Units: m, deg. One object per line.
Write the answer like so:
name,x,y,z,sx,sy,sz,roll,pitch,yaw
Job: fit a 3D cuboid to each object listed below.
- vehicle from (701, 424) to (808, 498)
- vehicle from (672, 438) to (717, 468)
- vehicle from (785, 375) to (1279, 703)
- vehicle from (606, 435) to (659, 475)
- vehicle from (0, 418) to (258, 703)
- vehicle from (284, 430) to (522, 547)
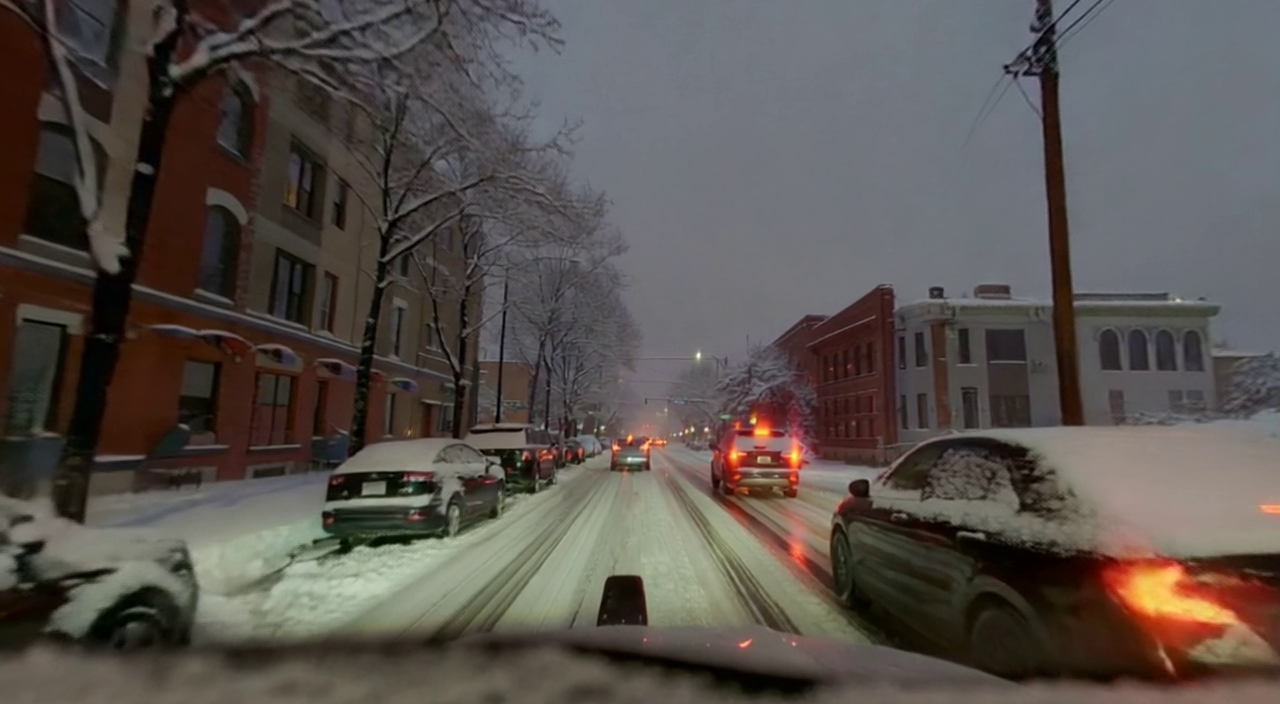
vehicle,2.905,2.880,17.053,2.002,1.707,4.547,0,-8,-1
vehicle,2.806,5.338,33.420,1.966,1.475,4.528,0,-8,-1
vehicle,2.457,1.122,3.698,2.080,1.495,4.591,0,-8,0
vehicle,-0.280,4.151,25.577,2.007,1.460,3.923,0,-8,0
vehicle,-3.611,0.925,1.961,1.954,1.462,4.407,0,-8,2
vehicle,-3.483,2.081,10.440,1.972,1.471,4.795,0,-8,2
